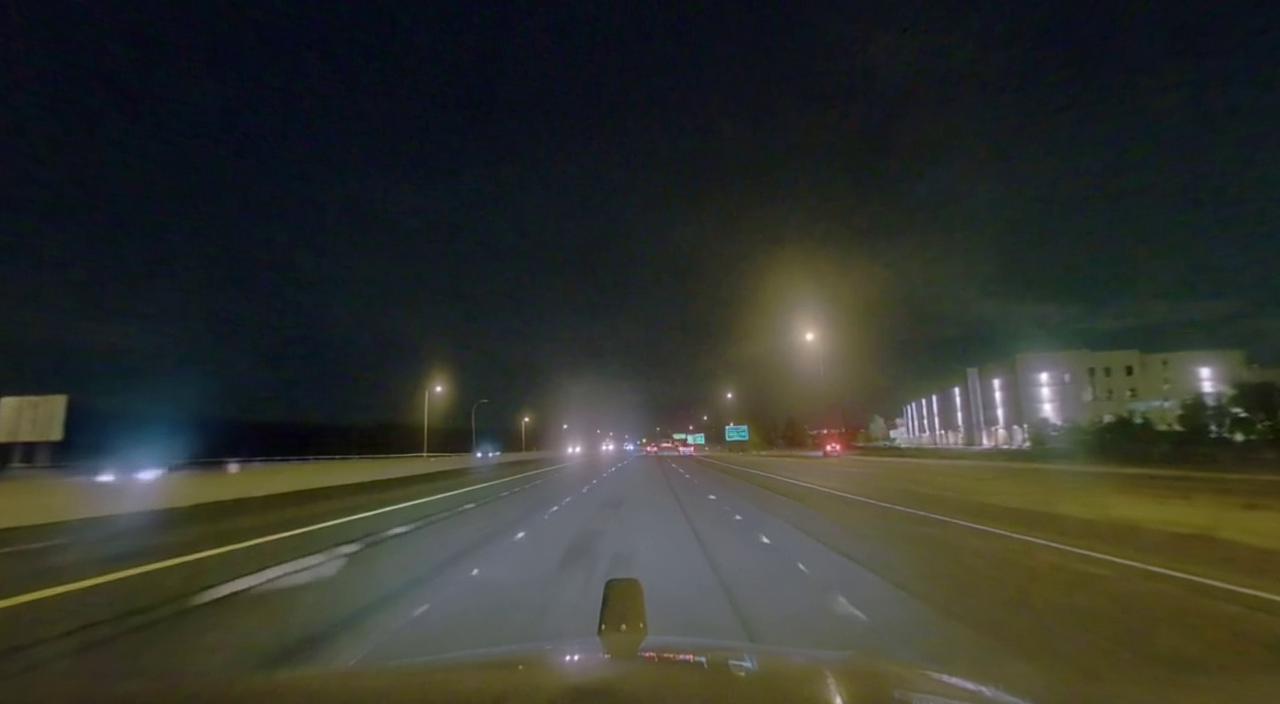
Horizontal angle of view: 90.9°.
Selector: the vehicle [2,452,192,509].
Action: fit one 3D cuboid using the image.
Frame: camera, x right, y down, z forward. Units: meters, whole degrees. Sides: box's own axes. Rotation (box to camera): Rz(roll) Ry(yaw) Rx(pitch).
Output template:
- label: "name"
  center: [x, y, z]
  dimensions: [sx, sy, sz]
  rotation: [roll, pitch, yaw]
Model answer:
- label: "vehicle"
  center: [-16.329, 3.844, 19.357]
  dimensions: [1.807, 1.442, 4.421]
  rotation: [0, -8, 2]
